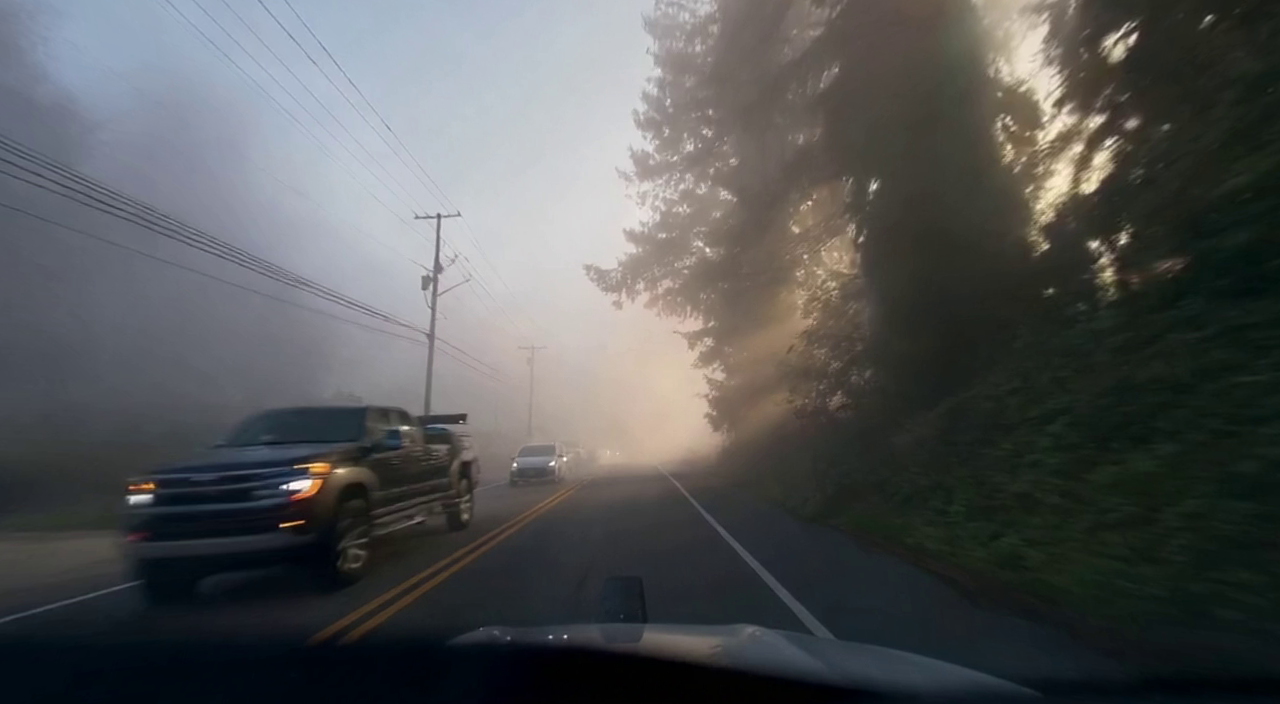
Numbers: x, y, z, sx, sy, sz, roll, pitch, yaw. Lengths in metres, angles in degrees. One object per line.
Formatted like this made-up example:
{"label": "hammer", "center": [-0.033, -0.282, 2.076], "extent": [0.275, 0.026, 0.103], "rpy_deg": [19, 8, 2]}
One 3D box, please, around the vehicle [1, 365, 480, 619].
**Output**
{"label": "vehicle", "center": [-4.378, 1.667, 8.812], "extent": [2.908, 2.204, 5.985], "rpy_deg": [-2, -8, -2]}

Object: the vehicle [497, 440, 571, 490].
{"label": "vehicle", "center": [-4.087, 4.389, 25.078], "extent": [2.238, 1.674, 4.657], "rpy_deg": [-2, -8, -2]}
